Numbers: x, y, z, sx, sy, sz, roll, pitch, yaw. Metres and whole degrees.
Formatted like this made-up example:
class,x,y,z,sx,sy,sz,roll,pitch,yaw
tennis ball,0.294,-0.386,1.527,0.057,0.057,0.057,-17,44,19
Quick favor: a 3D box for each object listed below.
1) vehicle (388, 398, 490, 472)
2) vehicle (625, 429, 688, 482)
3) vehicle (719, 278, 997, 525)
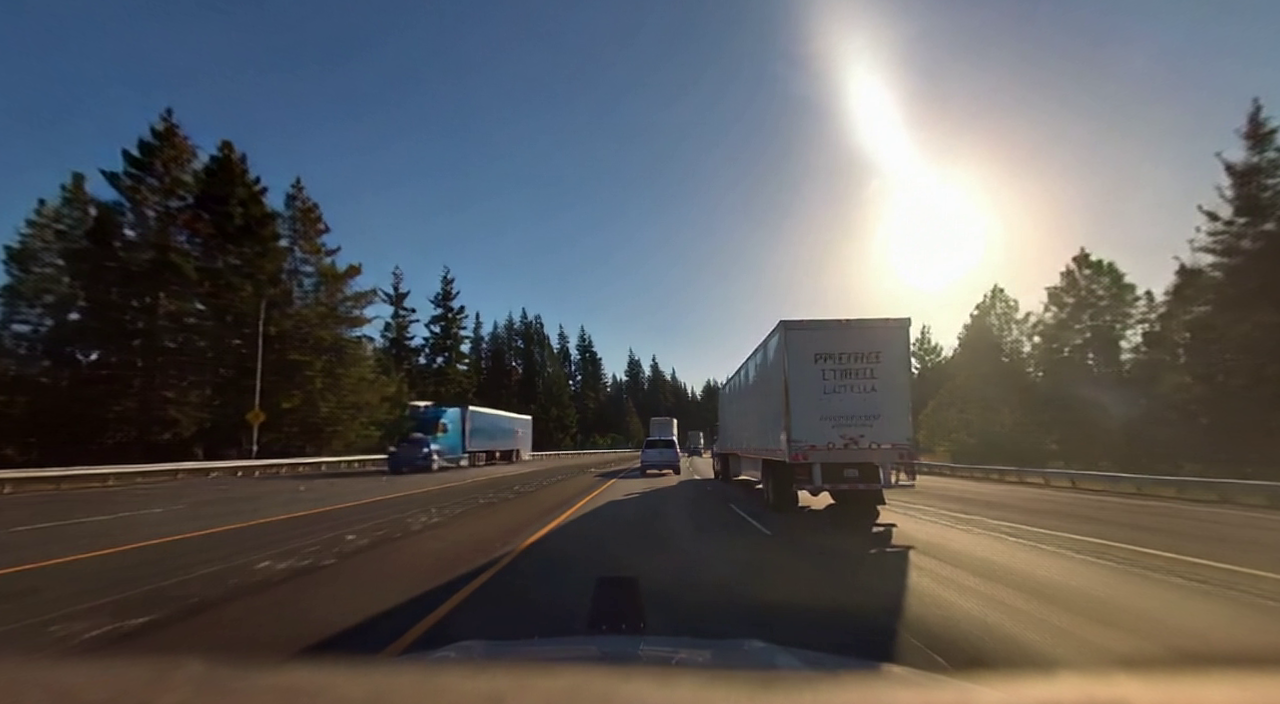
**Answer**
class,x,y,z,sx,sy,sz,roll,pitch,yaw
vehicle,-12.000,5.144,38.712,3.038,3.995,8.330,-1,-8,4
vehicle,0.651,4.034,24.776,2.222,1.848,4.610,-1,-8,2
vehicle,4.647,2.060,18.915,2.899,4.160,16.621,-1,-9,2
